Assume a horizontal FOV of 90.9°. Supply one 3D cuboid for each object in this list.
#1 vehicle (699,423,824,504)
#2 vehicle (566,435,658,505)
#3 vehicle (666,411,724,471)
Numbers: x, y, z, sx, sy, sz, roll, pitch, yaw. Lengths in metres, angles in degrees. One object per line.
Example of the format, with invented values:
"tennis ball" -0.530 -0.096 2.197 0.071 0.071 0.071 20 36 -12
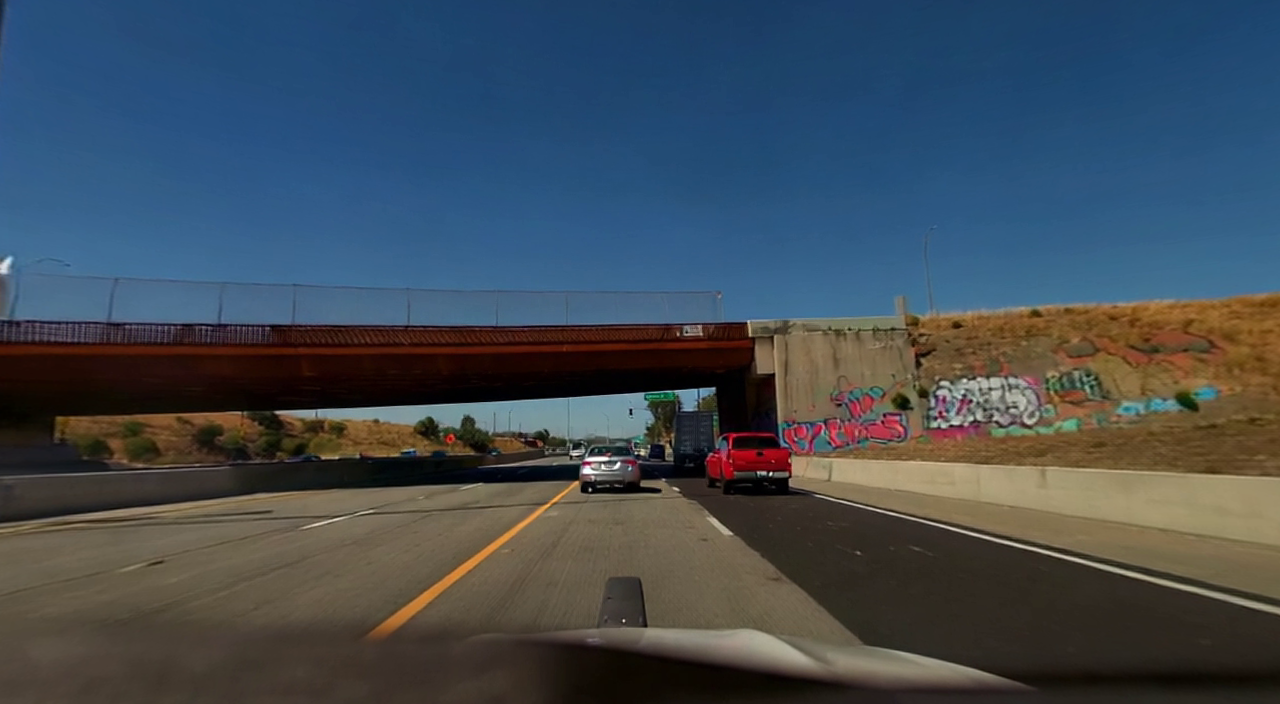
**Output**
"vehicle" 3.196 3.117 18.152 2.311 1.922 5.977 0 -8 -1
"vehicle" -0.701 3.120 17.104 2.193 1.651 3.946 0 -8 -1
"vehicle" 3.320 5.681 40.119 2.873 3.408 7.323 0 -8 -1
